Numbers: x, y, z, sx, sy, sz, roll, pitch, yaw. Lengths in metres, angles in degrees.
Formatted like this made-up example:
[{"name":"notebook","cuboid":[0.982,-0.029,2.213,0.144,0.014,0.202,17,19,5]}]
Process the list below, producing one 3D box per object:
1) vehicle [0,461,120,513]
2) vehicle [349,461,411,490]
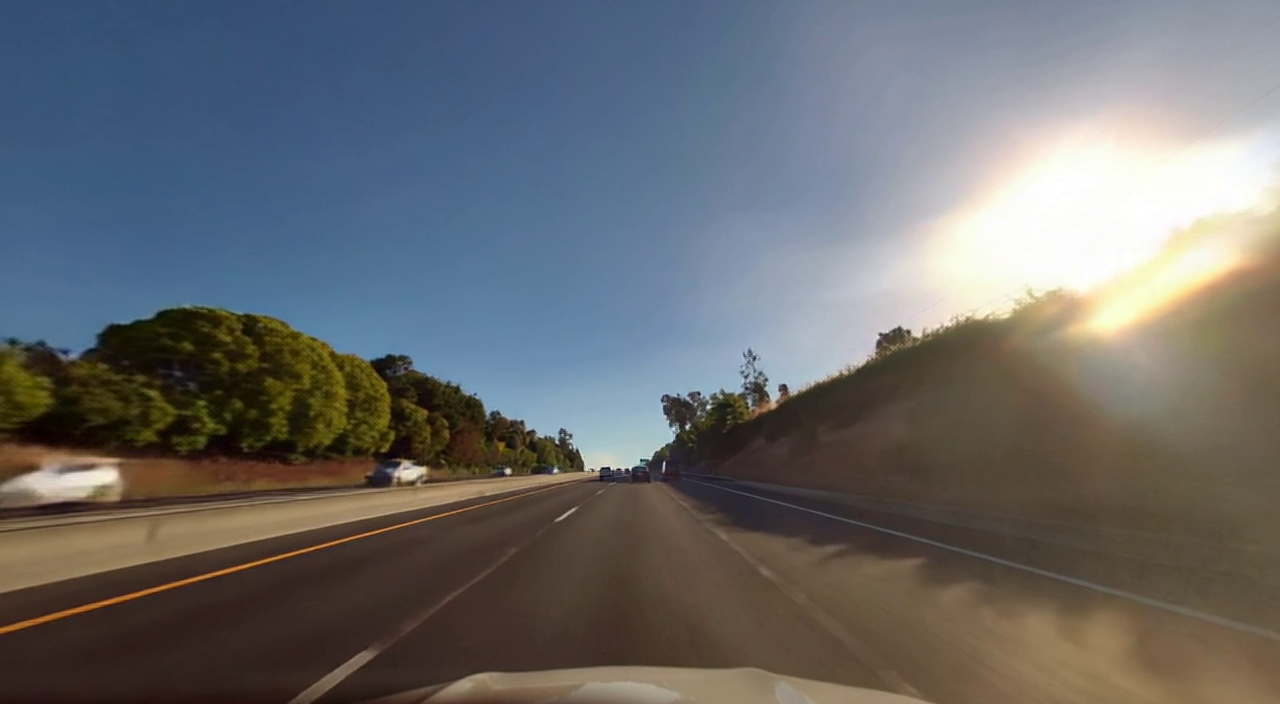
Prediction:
[{"name":"vehicle","cuboid":[-19.072,4.211,20.011,1.716,1.454,3.893,0,-10,0]},{"name":"vehicle","cuboid":[-15.648,7.448,38.105,1.902,1.607,4.116,0,-10,1]}]
